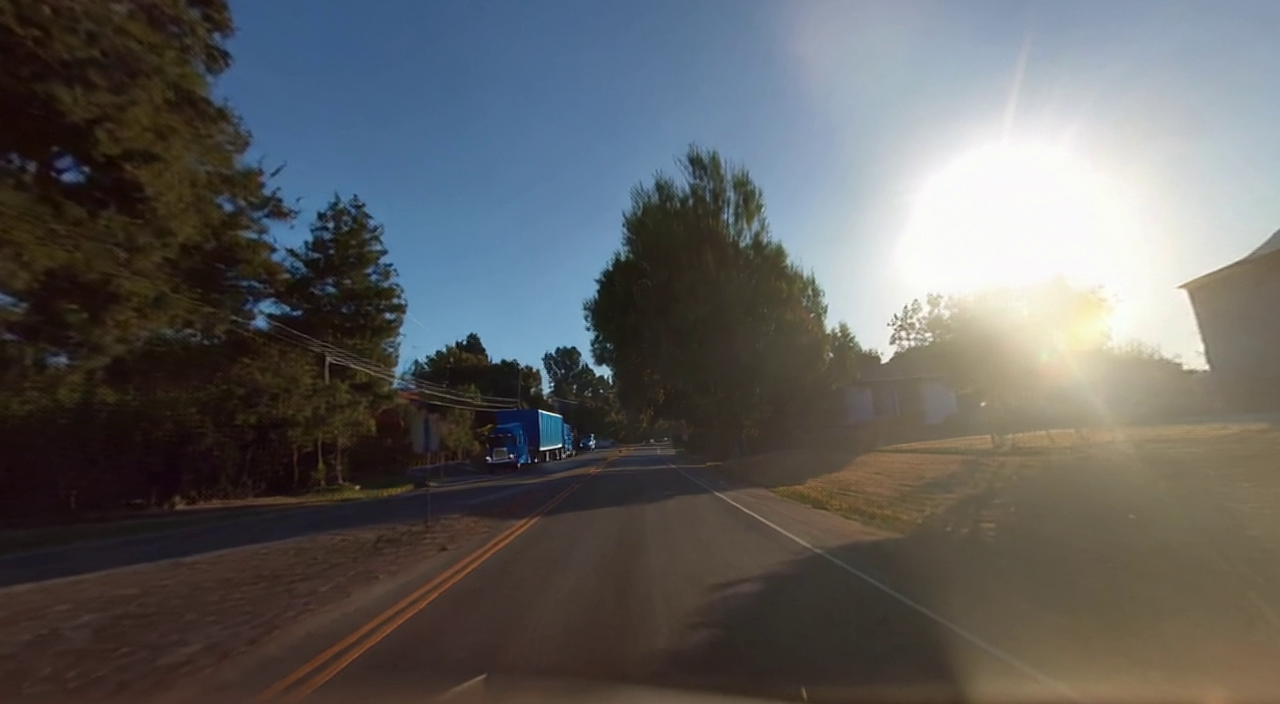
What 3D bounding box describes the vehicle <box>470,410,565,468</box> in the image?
[{"bbox_3d":[-9.132,6.875,48.580,5.596,3.130,8.972,-3,-14,-1],"label":"vehicle"}]
